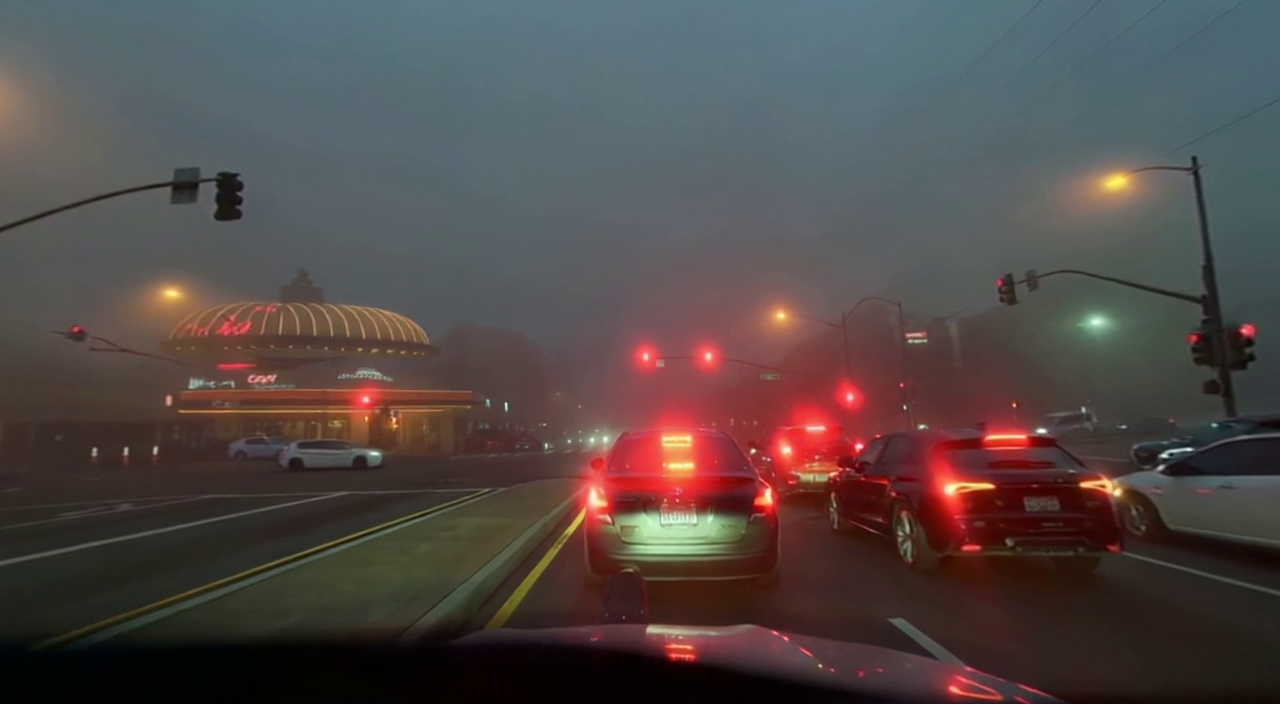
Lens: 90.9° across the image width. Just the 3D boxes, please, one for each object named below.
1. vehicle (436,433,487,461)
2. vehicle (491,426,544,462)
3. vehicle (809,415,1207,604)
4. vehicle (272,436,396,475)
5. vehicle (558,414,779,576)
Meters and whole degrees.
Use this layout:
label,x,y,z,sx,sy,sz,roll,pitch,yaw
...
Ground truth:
label,x,y,z,sx,sy,sz,roll,pitch,yaw
vehicle,-12.117,6.478,43.122,2.122,1.829,4.559,0,-8,0
vehicle,-8.774,6.601,45.764,2.710,2.022,5.889,-2,-4,0
vehicle,3.524,1.574,7.295,1.883,1.480,4.489,0,-8,0
vehicle,-14.120,4.820,29.446,4.833,1.701,2.077,2,-9,-15
vehicle,0.224,1.626,7.920,2.073,1.496,3.892,0,-8,-1
